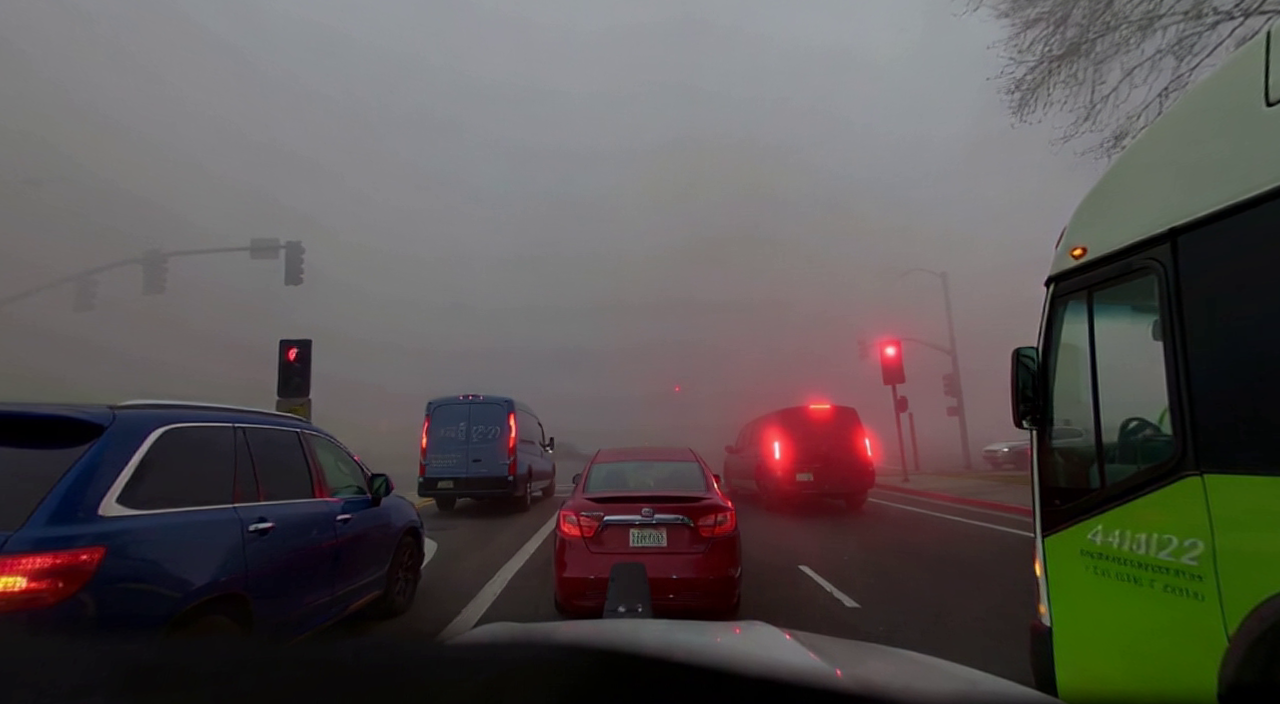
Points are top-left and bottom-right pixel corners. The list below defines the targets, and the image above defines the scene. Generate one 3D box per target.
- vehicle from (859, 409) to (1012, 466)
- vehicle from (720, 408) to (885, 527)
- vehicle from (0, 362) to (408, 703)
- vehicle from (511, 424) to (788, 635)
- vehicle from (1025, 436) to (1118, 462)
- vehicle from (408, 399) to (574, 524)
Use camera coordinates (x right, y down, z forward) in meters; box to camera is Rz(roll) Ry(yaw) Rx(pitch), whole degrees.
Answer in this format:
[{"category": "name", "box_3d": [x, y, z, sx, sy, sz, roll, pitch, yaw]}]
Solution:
[{"category": "vehicle", "box_3d": [17.581, 5.134, 37.929, 7.839, 3.213, 2.628, 0, -8, -3]}, {"category": "vehicle", "box_3d": [3.152, 2.397, 13.686, 2.143, 2.036, 5.367, 0, -8, 0]}, {"category": "vehicle", "box_3d": [-3.416, 1.183, 4.620, 1.921, 1.701, 3.989, 0, -8, 0]}, {"category": "vehicle", "box_3d": [0.060, 1.546, 6.413, 1.976, 1.485, 3.624, 0, -8, 0]}, {"category": "vehicle", "box_3d": [25.884, 5.822, 37.997, 4.229, 1.489, 1.794, 0, -8, -1]}, {"category": "vehicle", "box_3d": [-2.944, 2.344, 13.974, 2.335, 2.221, 5.165, 0, -8, 1]}]
